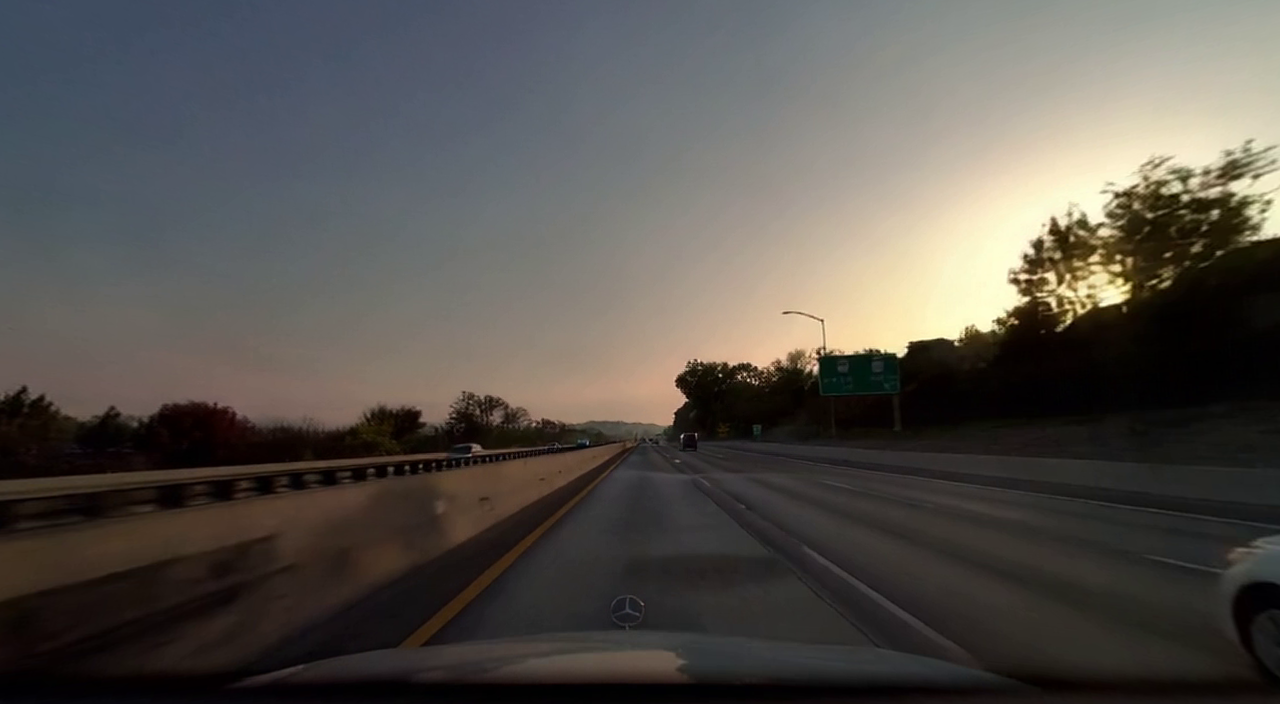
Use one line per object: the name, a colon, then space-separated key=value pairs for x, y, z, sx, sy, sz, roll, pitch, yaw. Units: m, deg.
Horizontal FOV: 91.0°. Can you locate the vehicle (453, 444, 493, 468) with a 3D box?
vehicle: x=-12.700 y=7.883 z=48.044 sx=1.793 sy=1.686 sz=4.412 roll=0 pitch=-8 yaw=1

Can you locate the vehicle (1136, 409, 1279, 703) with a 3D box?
vehicle: x=3.513 y=0.766 z=1.389 sx=1.683 sy=1.400 sz=3.868 roll=0 pitch=-8 yaw=1
